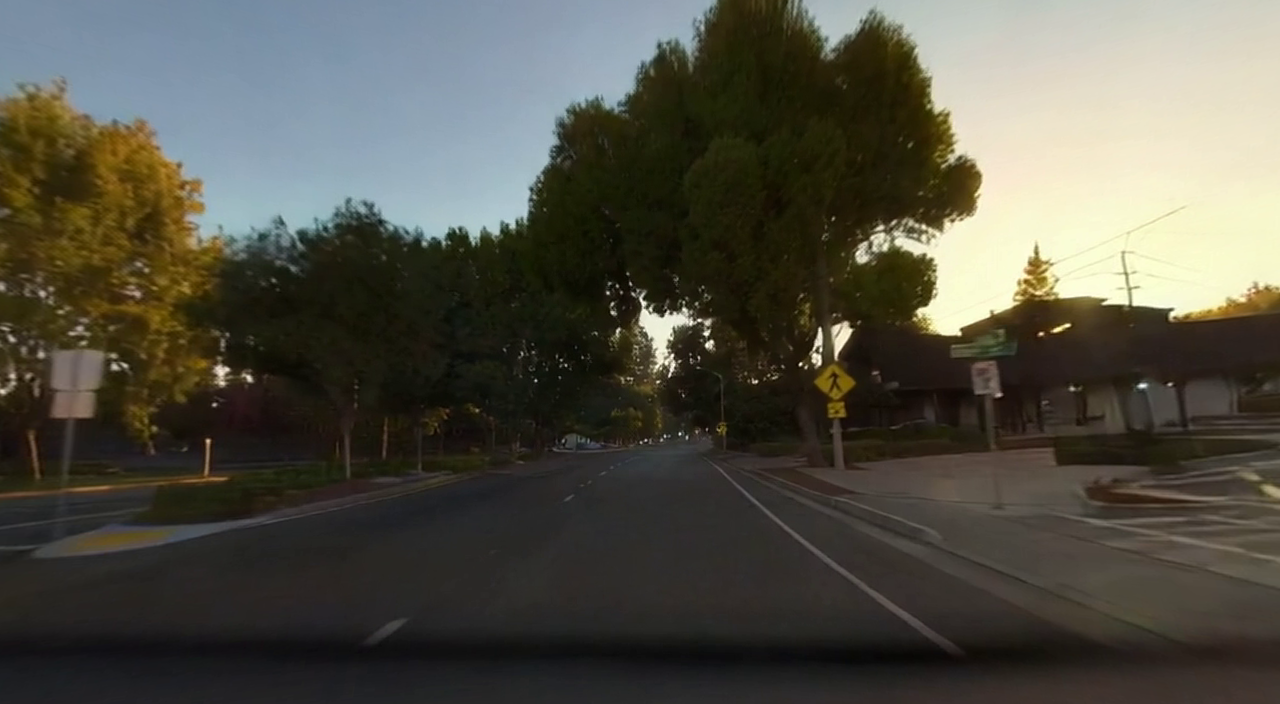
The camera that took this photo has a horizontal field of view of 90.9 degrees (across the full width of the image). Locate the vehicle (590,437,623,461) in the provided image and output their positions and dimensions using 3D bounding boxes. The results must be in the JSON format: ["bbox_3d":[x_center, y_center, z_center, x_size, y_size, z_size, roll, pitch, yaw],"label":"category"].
[{"bbox_3d":[-2.454,7.346,47.804,2.173,1.694,4.335,0,-8,1],"label":"vehicle"}]
